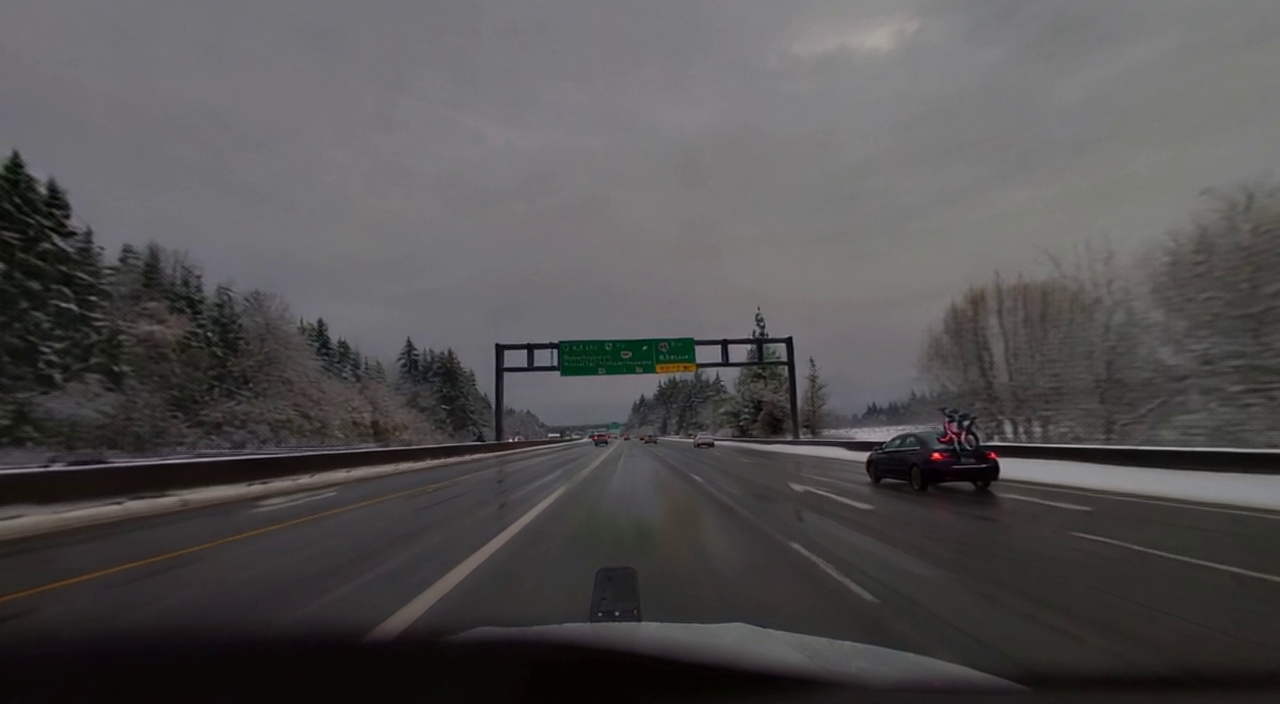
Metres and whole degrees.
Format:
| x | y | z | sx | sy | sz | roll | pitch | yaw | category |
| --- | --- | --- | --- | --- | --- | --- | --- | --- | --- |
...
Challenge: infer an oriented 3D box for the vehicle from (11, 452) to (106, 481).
| x | y | z | sx | sy | sz | roll | pitch | yaw | category |
| --- | --- | --- | --- | --- | --- | --- | --- | --- | --- |
| -36.094 | 7.096 | 39.292 | 1.897 | 1.560 | 4.672 | 1 | -8 | -7 | vehicle |

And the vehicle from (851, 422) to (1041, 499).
| x | y | z | sx | sy | sz | roll | pitch | yaw | category |
| --- | --- | --- | --- | --- | --- | --- | --- | --- | --- |
| 6.908 | 2.468 | 14.981 | 2.034 | 1.511 | 4.785 | 0 | -7 | -1 | vehicle |
